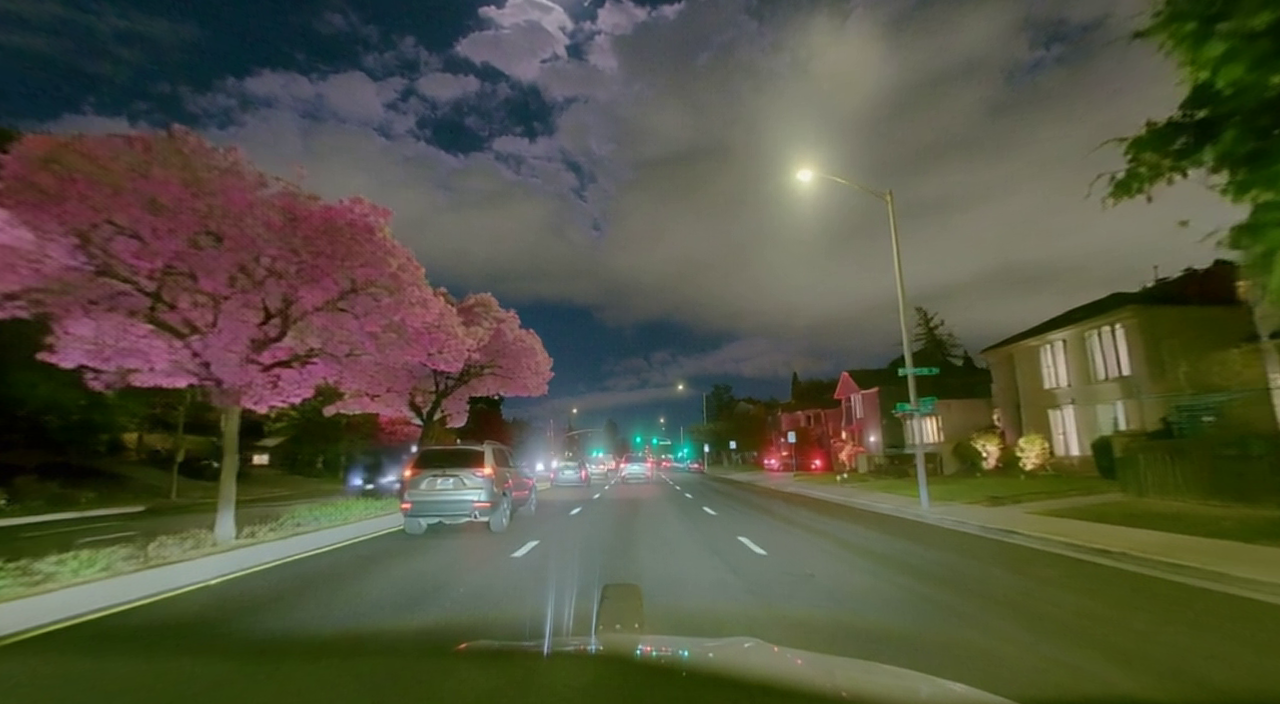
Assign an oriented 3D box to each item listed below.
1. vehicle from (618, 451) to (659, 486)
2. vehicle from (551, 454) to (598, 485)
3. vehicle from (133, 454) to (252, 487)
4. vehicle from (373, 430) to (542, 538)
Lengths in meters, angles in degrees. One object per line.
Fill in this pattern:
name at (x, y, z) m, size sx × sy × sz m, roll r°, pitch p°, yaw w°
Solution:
vehicle at (-0.049, 6.044, 32.995) m, size 1.997 × 1.636 × 3.760 m, roll 0°, pitch -8°, yaw 0°
vehicle at (-3.537, 6.404, 34.679) m, size 2.066 × 1.565 × 3.905 m, roll 0°, pitch -8°, yaw 2°
vehicle at (-28.648, 7.575, 40.669) m, size 5.692 × 1.926 × 2.274 m, roll 3°, pitch -9°, yaw -18°
vehicle at (-3.682, 2.742, 13.875) m, size 2.161 × 1.919 × 4.798 m, roll 0°, pitch -8°, yaw 1°
